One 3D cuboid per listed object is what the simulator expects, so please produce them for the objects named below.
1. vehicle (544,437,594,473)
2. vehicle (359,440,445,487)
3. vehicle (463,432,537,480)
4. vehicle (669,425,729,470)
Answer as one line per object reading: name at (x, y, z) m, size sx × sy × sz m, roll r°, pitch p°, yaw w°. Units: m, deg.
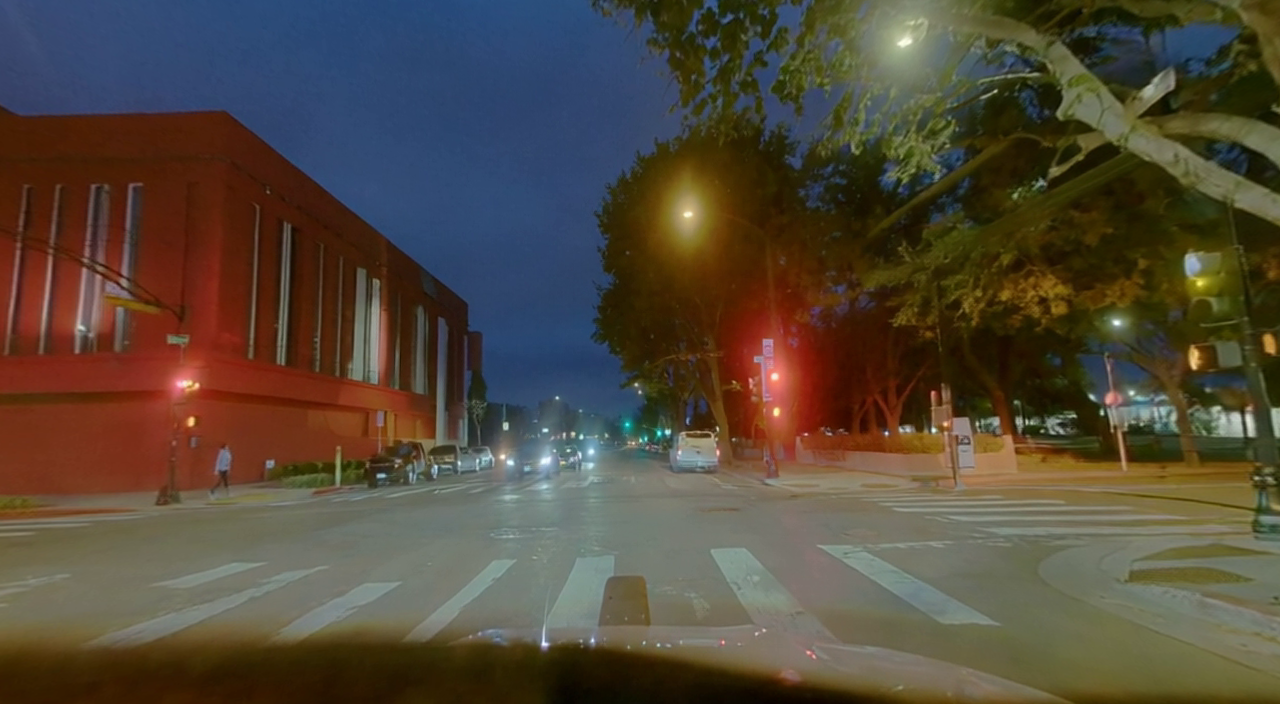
vehicle at (-3.296, 4.852, 29.879) m, size 2.033 × 1.596 × 4.142 m, roll 0°, pitch -8°, yaw -2°
vehicle at (-9.917, 4.651, 26.696) m, size 2.216 × 1.804 × 4.526 m, roll 1°, pitch -8°, yaw -5°
vehicle at (-5.987, 4.499, 27.577) m, size 2.242 × 1.887 × 4.924 m, roll 0°, pitch -8°, yaw -2°
vehicle at (3.071, 5.155, 34.146) m, size 2.557 × 2.188 × 5.164 m, roll 0°, pitch -8°, yaw -2°
